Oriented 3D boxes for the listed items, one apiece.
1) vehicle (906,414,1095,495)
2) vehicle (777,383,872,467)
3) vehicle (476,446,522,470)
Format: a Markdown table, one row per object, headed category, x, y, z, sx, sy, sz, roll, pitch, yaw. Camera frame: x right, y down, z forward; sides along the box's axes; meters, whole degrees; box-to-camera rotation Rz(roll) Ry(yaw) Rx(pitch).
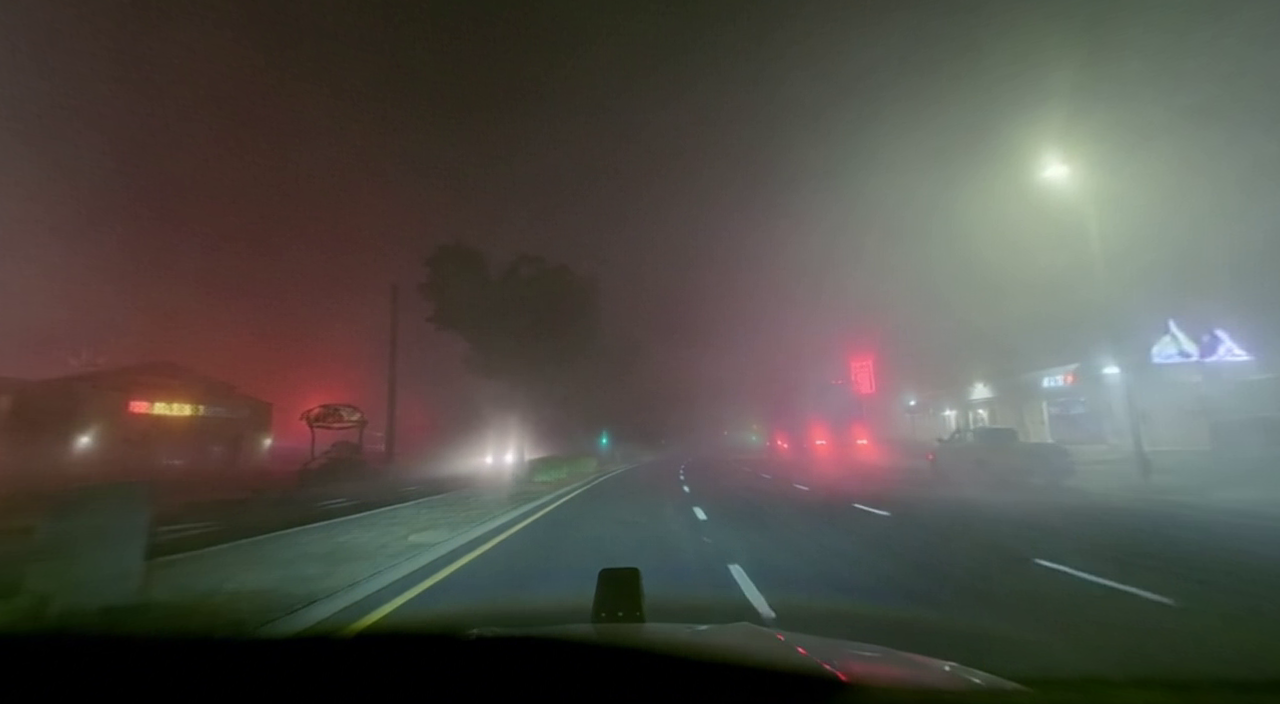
| category | x | y | z | sx | sy | sz | roll | pitch | yaw |
| --- | --- | --- | --- | --- | --- | --- | --- | --- | --- |
| vehicle | 10.068 | 2.950 | 18.460 | 2.200 | 1.944 | 5.935 | -1 | -8 | 2 |
| vehicle | 11.804 | 5.155 | 42.797 | 2.907 | 4.439 | 17.681 | -1 | -8 | 6 |
| vehicle | -9.506 | 7.185 | 42.958 | 1.907 | 1.505 | 4.354 | -1 | -8 | 4 |
